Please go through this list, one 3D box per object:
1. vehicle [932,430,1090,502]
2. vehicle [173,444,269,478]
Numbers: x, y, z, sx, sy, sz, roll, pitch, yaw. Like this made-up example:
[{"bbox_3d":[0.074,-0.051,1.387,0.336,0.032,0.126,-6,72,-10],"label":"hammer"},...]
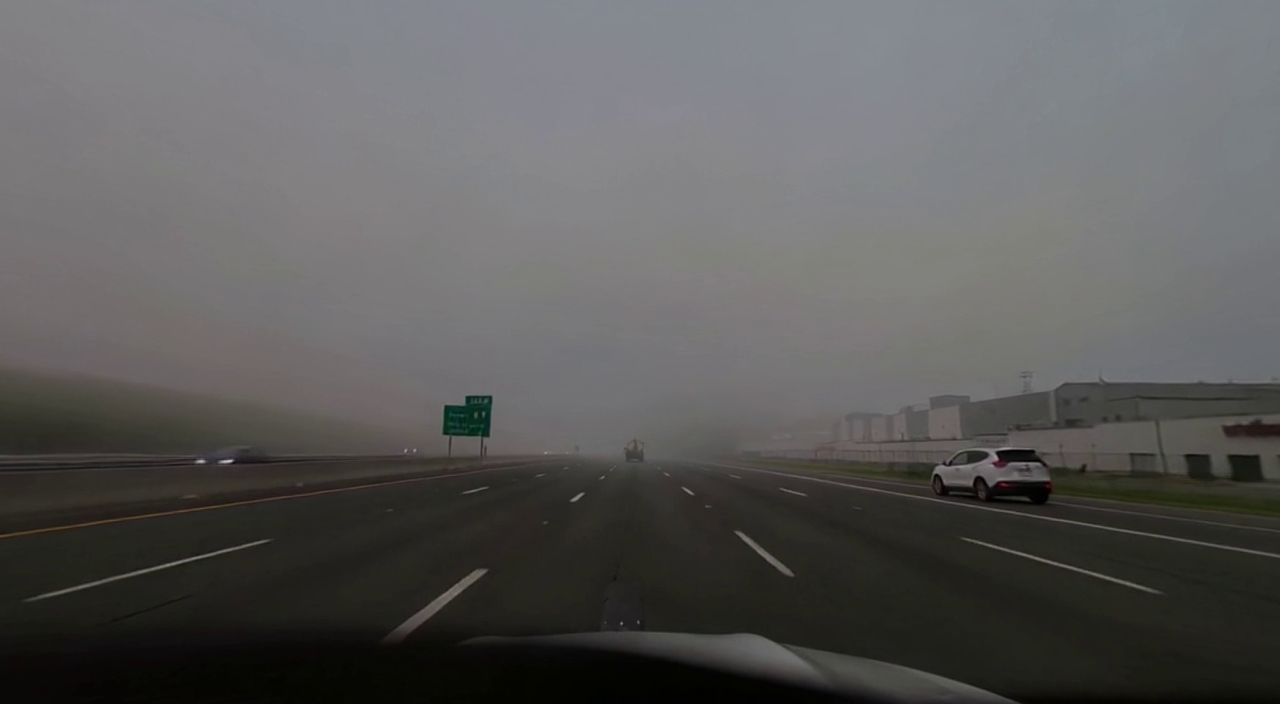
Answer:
[{"bbox_3d":[13.431,4.146,23.409,2.411,2.326,5.300,0,-9,-2],"label":"vehicle"},{"bbox_3d":[-19.602,5.102,29.729,1.975,1.467,3.800,0,-9,-1],"label":"vehicle"}]
